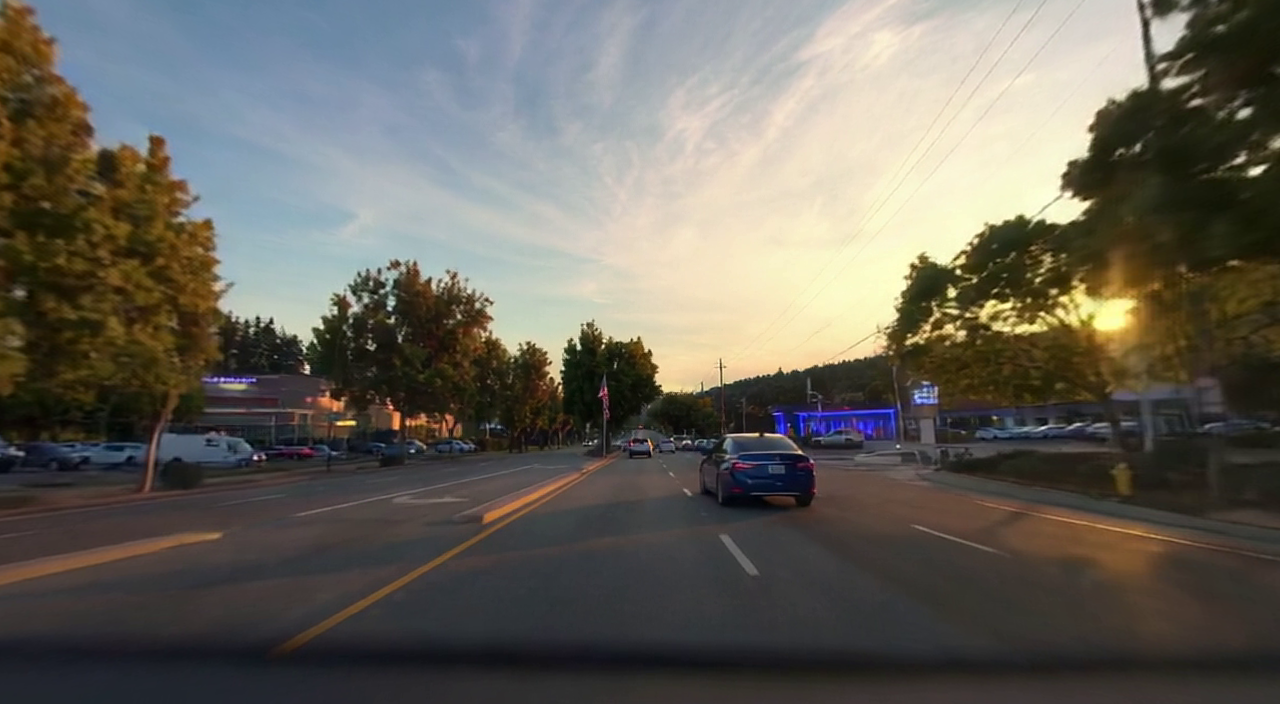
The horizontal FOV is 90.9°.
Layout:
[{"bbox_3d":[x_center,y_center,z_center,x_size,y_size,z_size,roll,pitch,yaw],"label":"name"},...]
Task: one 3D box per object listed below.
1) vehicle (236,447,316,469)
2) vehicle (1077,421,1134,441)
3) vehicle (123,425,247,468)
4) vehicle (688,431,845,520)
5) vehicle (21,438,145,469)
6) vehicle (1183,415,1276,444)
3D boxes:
[{"bbox_3d":[-23.329,6.796,40.460,4.077,1.342,1.813,-1,-9,4],"label":"vehicle"},{"bbox_3d":[35.114,6.012,47.703,1.842,1.473,4.620,-2,-8,15],"label":"vehicle"},{"bbox_3d":[-35.046,7.274,48.763,7.010,3.172,3.077,0,-8,-1],"label":"vehicle"},{"bbox_3d":[2.320,2.440,13.047,2.091,1.472,4.697,0,-8,-3],"label":"vehicle"},{"bbox_3d":[-36.723,6.725,41.701,5.748,1.927,2.252,0,-9,-5],"label":"vehicle"},{"bbox_3d":[32.910,4.400,35.361,1.888,1.467,4.425,-3,-8,16],"label":"vehicle"}]
